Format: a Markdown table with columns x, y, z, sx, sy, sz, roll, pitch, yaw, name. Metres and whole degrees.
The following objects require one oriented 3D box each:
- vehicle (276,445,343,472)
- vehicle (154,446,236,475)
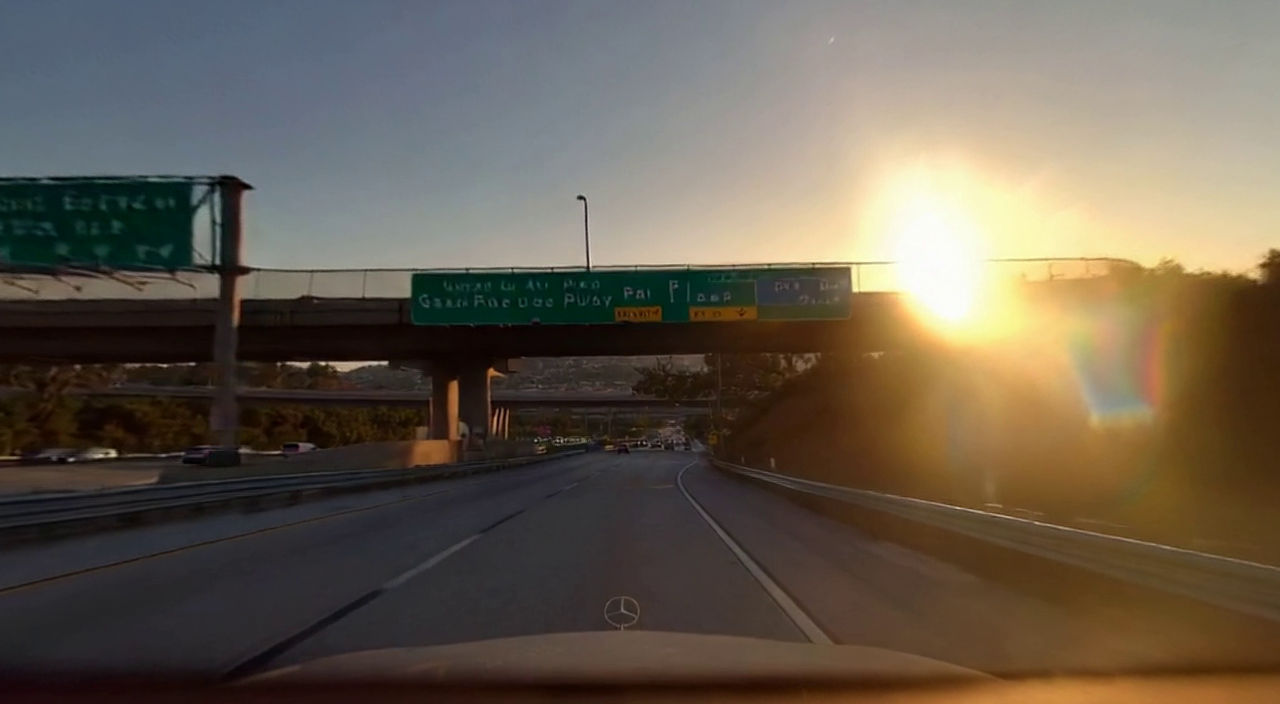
| x | y | z | sx | sy | sz | roll | pitch | yaw | name |
| --- | --- | --- | --- | --- | --- | --- | --- | --- | --- |
| -20.428 | 6.570 | 39.241 | 2.271 | 1.537 | 4.029 | 1 | -9 | -6 | vehicle |
| -25.156 | 6.132 | 35.939 | 1.829 | 1.520 | 4.505 | 1 | -9 | -7 | vehicle |
